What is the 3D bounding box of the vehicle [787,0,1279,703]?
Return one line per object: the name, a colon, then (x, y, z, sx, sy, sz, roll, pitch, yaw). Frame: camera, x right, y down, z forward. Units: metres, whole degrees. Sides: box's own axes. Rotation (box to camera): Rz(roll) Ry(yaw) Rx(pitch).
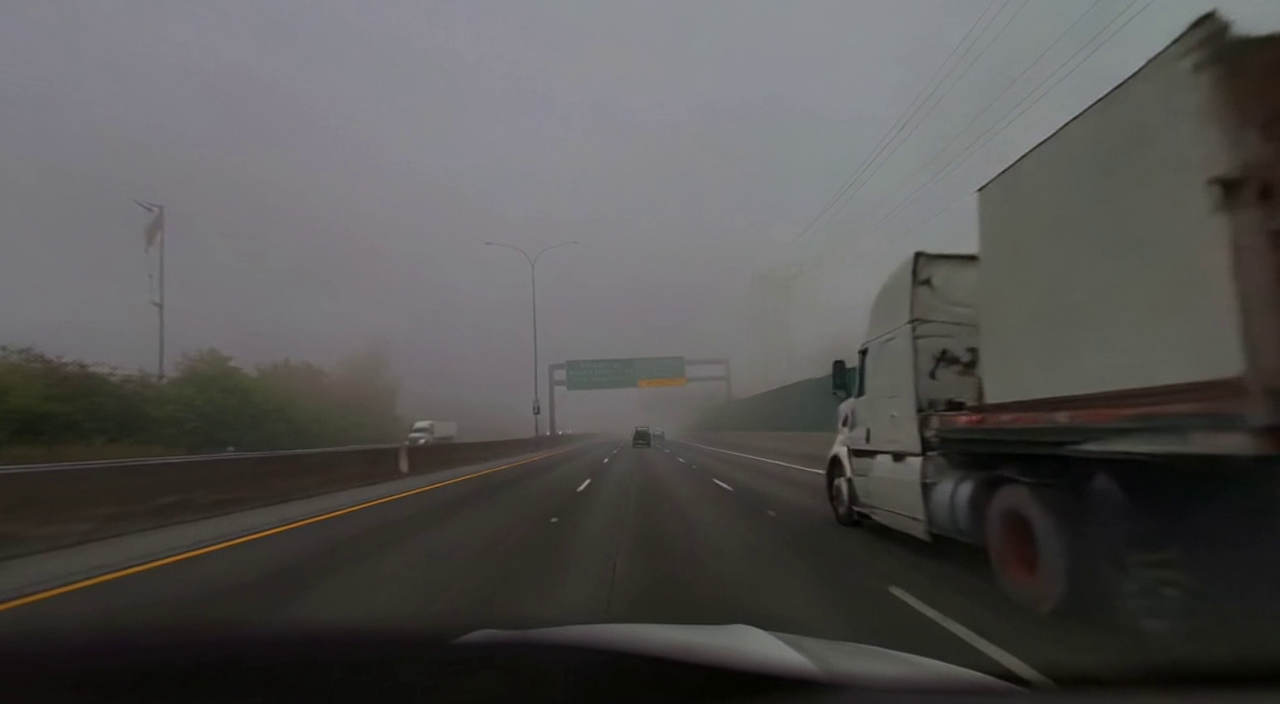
vehicle: (3.656, 0.139, 5.809, 3.031, 3.881, 5.944, 0, -8, -1)
